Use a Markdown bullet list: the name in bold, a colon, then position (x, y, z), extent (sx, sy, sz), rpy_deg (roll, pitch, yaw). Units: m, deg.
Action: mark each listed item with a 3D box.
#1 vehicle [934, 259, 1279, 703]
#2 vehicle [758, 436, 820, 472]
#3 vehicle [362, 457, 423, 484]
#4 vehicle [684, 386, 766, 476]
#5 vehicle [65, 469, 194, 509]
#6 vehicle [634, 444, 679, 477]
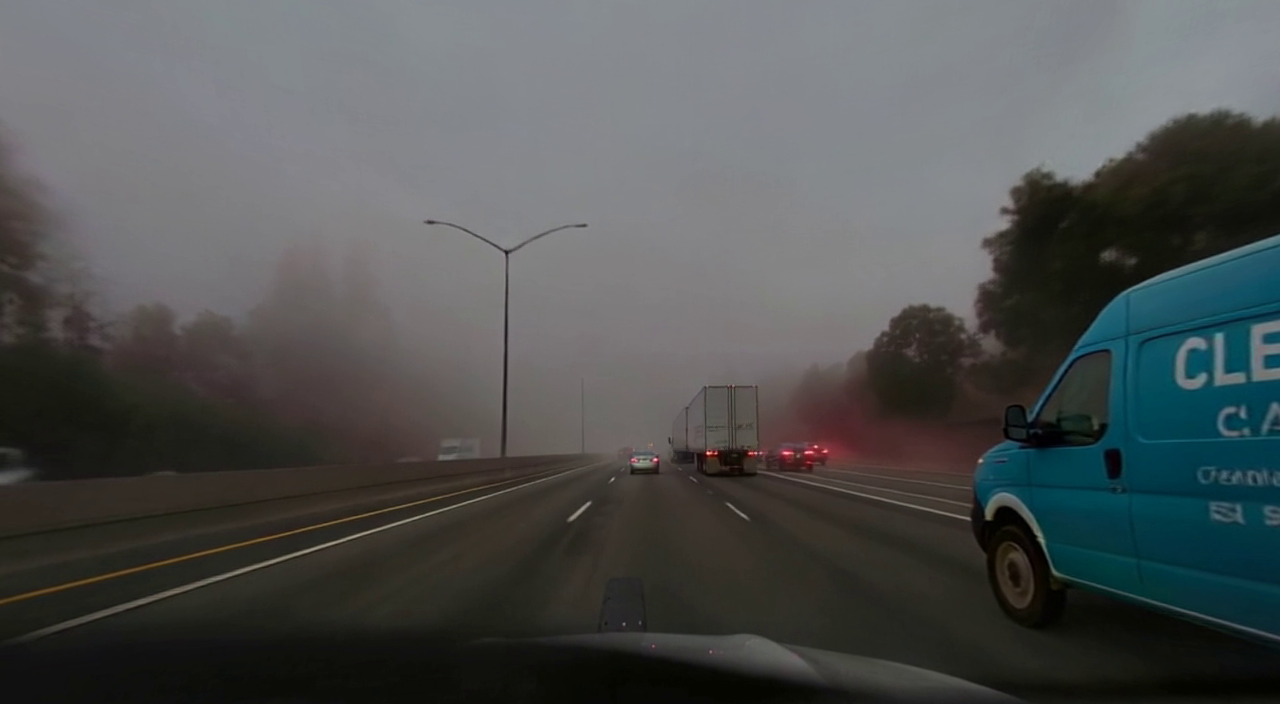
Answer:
- **vehicle**: position (3.780, 0.630, 2.439), extent (2.441, 2.017, 5.739), rpy_deg (0, -9, -1)
- **vehicle**: position (7.830, 5.417, 33.645), extent (2.144, 1.769, 4.540), rpy_deg (0, -9, -1)
- **vehicle**: position (-15.386, 7.381, 39.529), extent (1.865, 1.500, 4.707), rpy_deg (-1, -9, 1)
- **vehicle**: position (4.307, 4.539, 35.015), extent (2.821, 4.077, 12.562), rpy_deg (0, -9, 0)
- **vehicle**: position (-22.548, 6.039, 28.150), extent (1.814, 1.475, 4.698), rpy_deg (0, -9, -1)
- **vehicle**: position (0.741, 5.295, 31.012), extent (2.063, 1.469, 4.208), rpy_deg (0, -9, 0)
